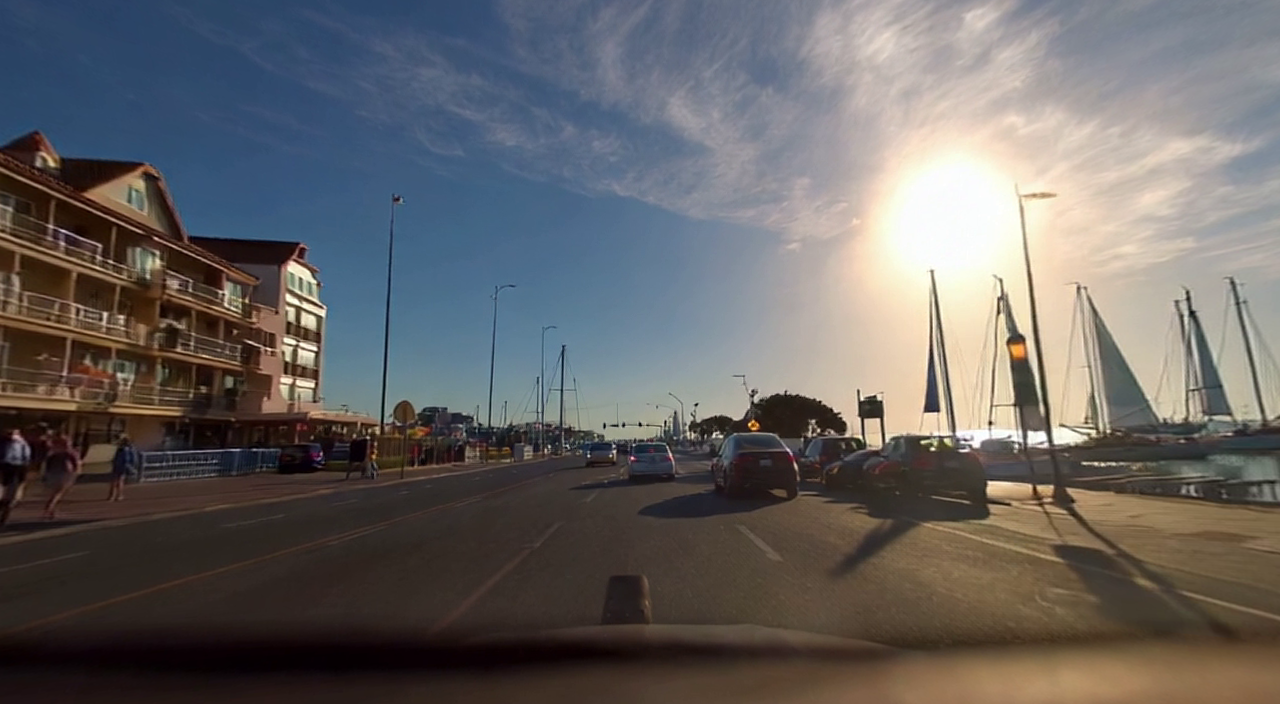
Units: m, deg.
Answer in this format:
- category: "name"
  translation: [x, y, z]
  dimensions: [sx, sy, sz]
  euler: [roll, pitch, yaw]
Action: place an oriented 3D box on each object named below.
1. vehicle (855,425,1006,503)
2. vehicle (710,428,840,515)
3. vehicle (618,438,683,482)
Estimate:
- category: "vehicle"
  translation: [7.805, 3.055, 17.542]
  dimensions: [1.969, 1.852, 4.514]
  euler: [0, -8, -1]
- category: "vehicle"
  translation: [2.805, 2.593, 14.142]
  dimensions: [2.047, 1.640, 4.051]
  euler: [0, -8, 1]
- category: "vehicle"
  translation: [0.429, 4.099, 24.197]
  dimensions: [2.284, 1.496, 3.949]
  euler: [-1, -8, 1]
